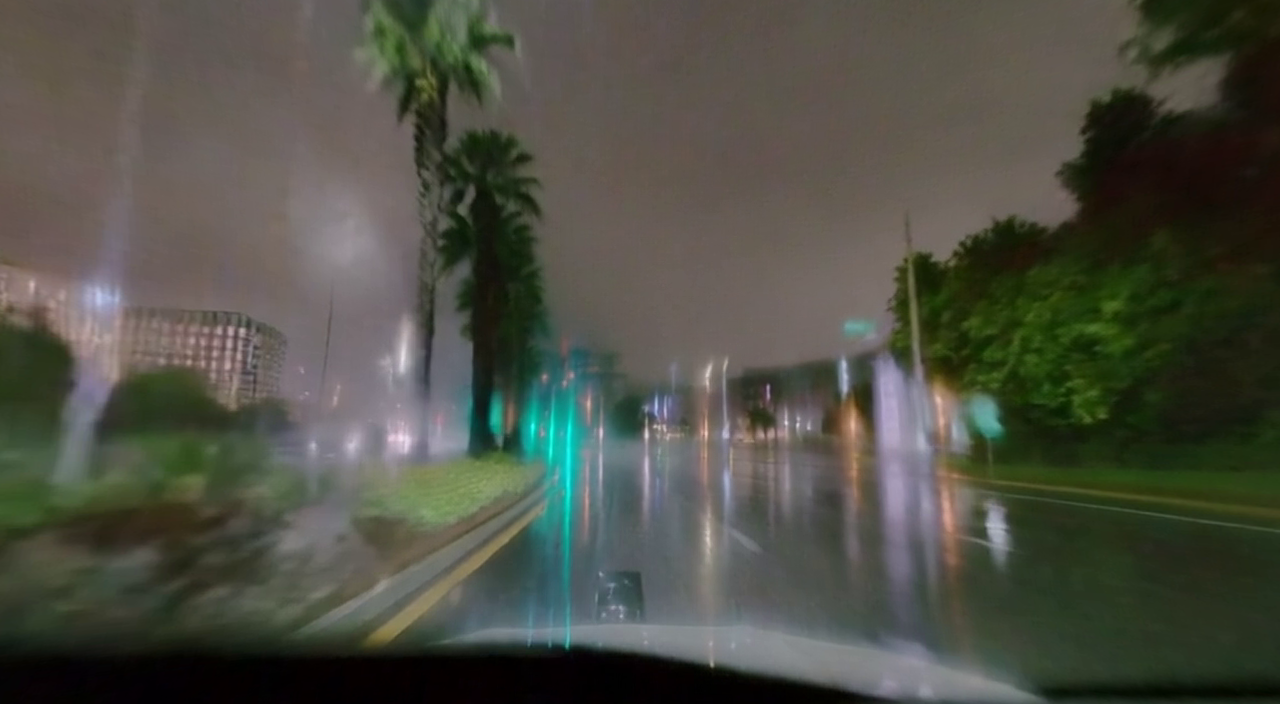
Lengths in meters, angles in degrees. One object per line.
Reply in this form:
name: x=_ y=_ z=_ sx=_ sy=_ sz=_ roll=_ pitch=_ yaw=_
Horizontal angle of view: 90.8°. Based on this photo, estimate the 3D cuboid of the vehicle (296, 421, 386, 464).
vehicle: x=-13.491 y=4.167 z=28.919 sx=2.111 sy=1.793 sz=4.783 roll=0 pitch=-9 yaw=-5
